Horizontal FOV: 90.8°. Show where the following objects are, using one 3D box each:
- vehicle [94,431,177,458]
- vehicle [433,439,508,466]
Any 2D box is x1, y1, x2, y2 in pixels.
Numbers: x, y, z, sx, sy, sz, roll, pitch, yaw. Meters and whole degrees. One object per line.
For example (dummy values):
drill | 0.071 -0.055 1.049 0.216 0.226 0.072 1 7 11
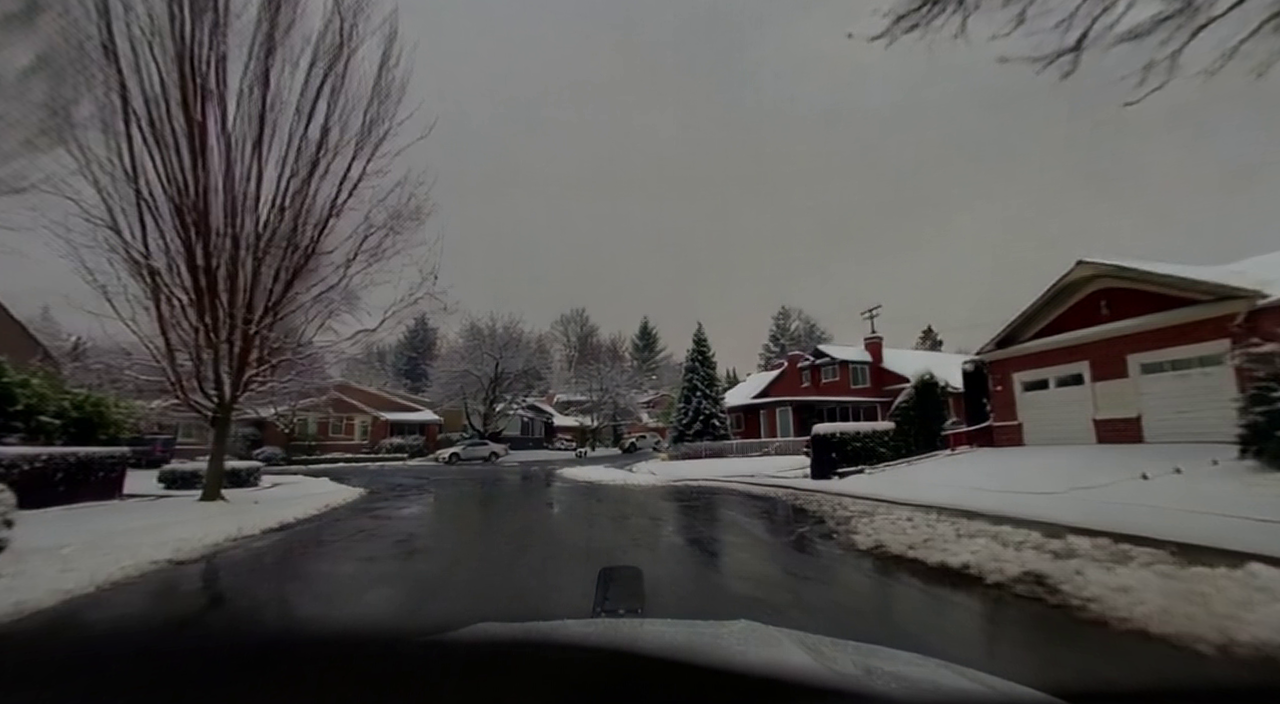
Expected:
vehicle | -34.078 6.223 42.722 4.237 1.728 2.203 -2 -9 16
vehicle | -12.248 7.283 45.805 4.815 1.827 2.147 0 -9 -1
